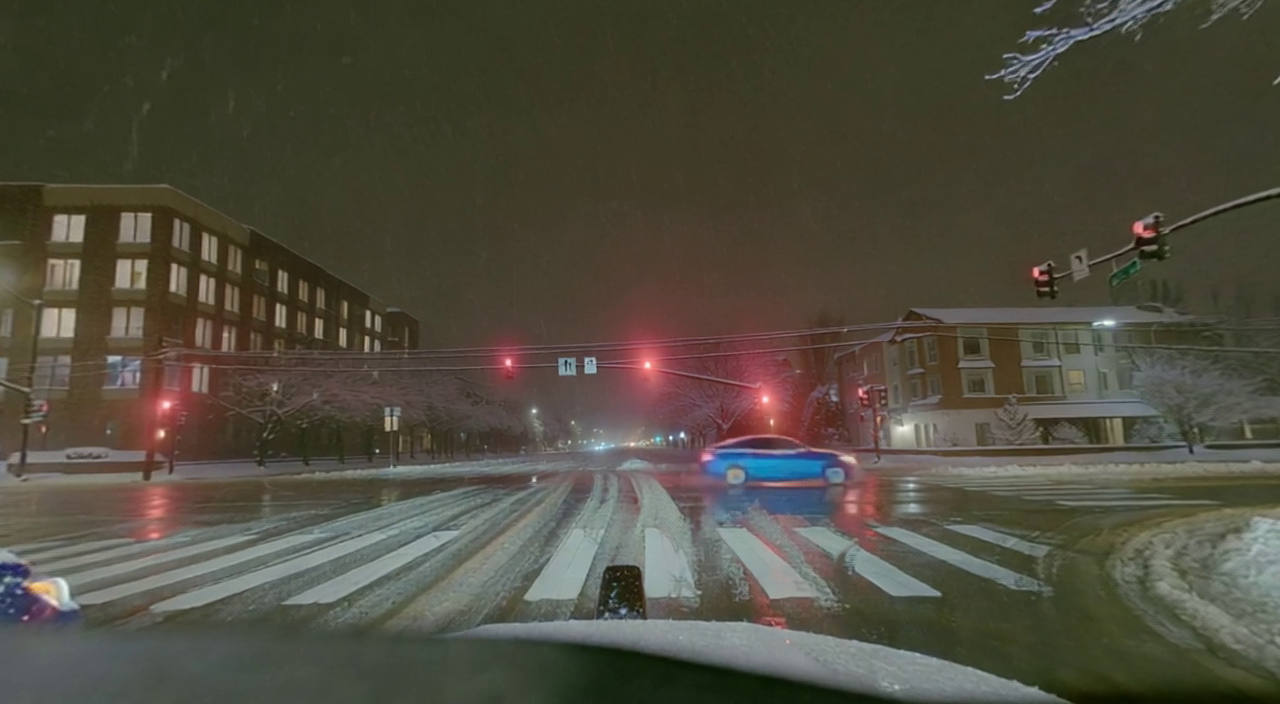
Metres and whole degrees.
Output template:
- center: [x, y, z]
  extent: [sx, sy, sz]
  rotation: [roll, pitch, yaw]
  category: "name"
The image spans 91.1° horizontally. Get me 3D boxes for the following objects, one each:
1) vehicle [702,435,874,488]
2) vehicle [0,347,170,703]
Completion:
- center: [4.205, 3.197, 18.479]
  extent: [4.551, 1.454, 1.941]
  rotation: [0, -8, 0]
  category: "vehicle"
- center: [-3.629, 0.615, 1.060]
  extent: [2.109, 1.692, 4.587]
  rotation: [0, -8, 0]
  category: "vehicle"
